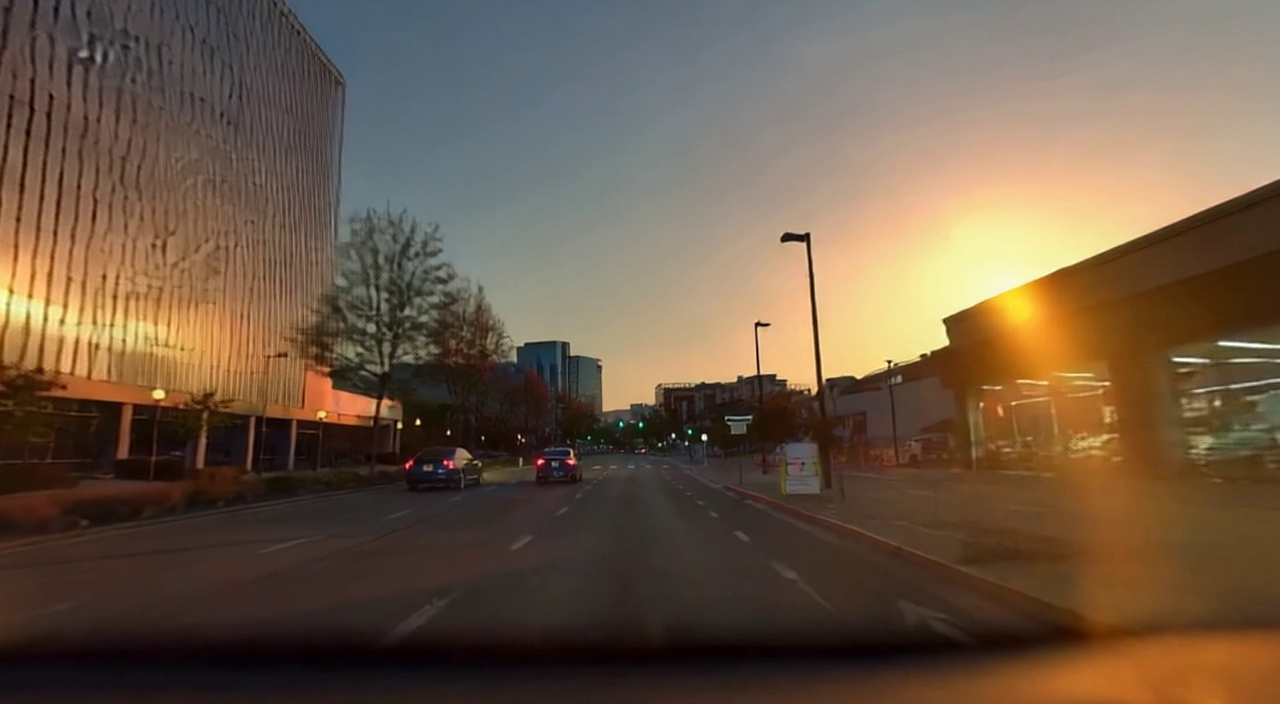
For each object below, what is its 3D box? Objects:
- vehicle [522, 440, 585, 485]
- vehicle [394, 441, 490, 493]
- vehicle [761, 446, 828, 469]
[{"bbox_3d":[-3.552,4.629,26.701,2.052,1.729,4.195,0,-9,0],"label":"vehicle"},{"bbox_3d":[-6.829,4.002,22.344,1.909,1.605,4.561,0,-9,0],"label":"vehicle"},{"bbox_3d":[11.172,7.665,45.948,4.513,1.541,1.948,-1,-9,5],"label":"vehicle"}]
